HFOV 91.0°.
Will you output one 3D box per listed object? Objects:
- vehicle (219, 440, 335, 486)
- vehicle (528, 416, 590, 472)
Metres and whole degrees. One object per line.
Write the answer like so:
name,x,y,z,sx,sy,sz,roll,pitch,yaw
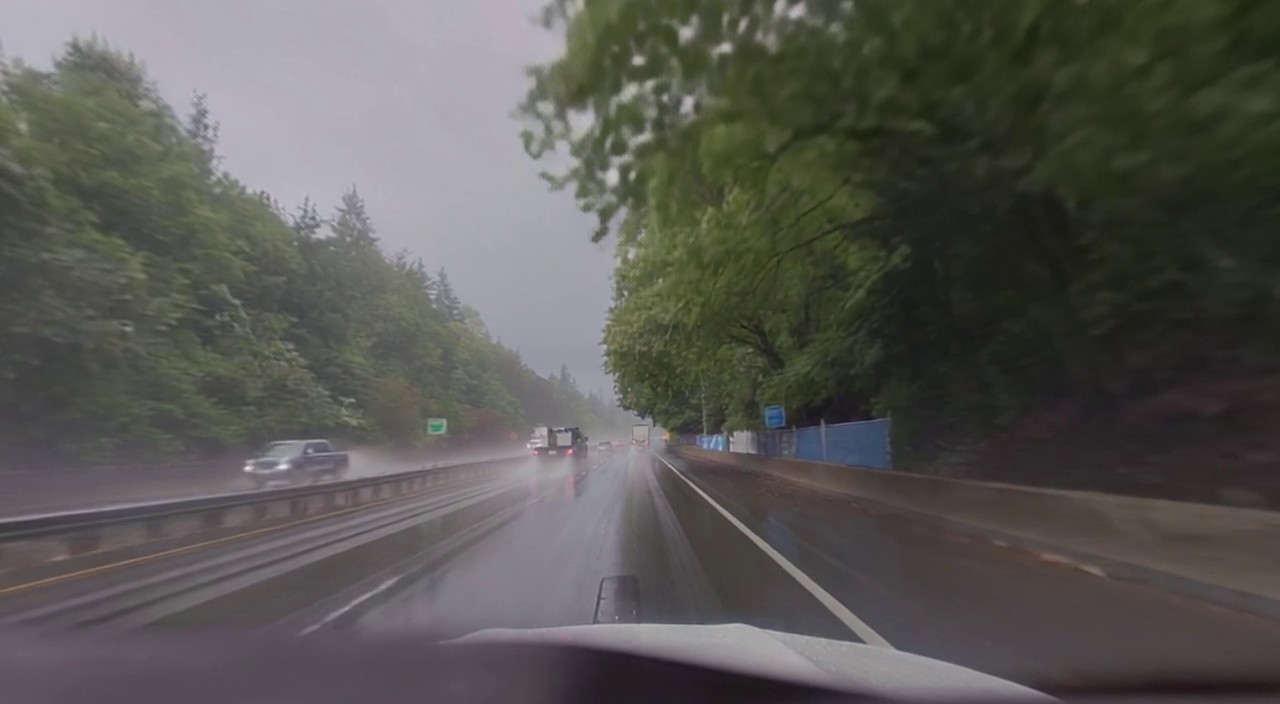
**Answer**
vehicle,-16.977,5.184,29.845,2.242,1.934,5.464,-1,-8,0
vehicle,-4.077,4.778,32.805,2.484,2.625,5.907,0,-8,0
